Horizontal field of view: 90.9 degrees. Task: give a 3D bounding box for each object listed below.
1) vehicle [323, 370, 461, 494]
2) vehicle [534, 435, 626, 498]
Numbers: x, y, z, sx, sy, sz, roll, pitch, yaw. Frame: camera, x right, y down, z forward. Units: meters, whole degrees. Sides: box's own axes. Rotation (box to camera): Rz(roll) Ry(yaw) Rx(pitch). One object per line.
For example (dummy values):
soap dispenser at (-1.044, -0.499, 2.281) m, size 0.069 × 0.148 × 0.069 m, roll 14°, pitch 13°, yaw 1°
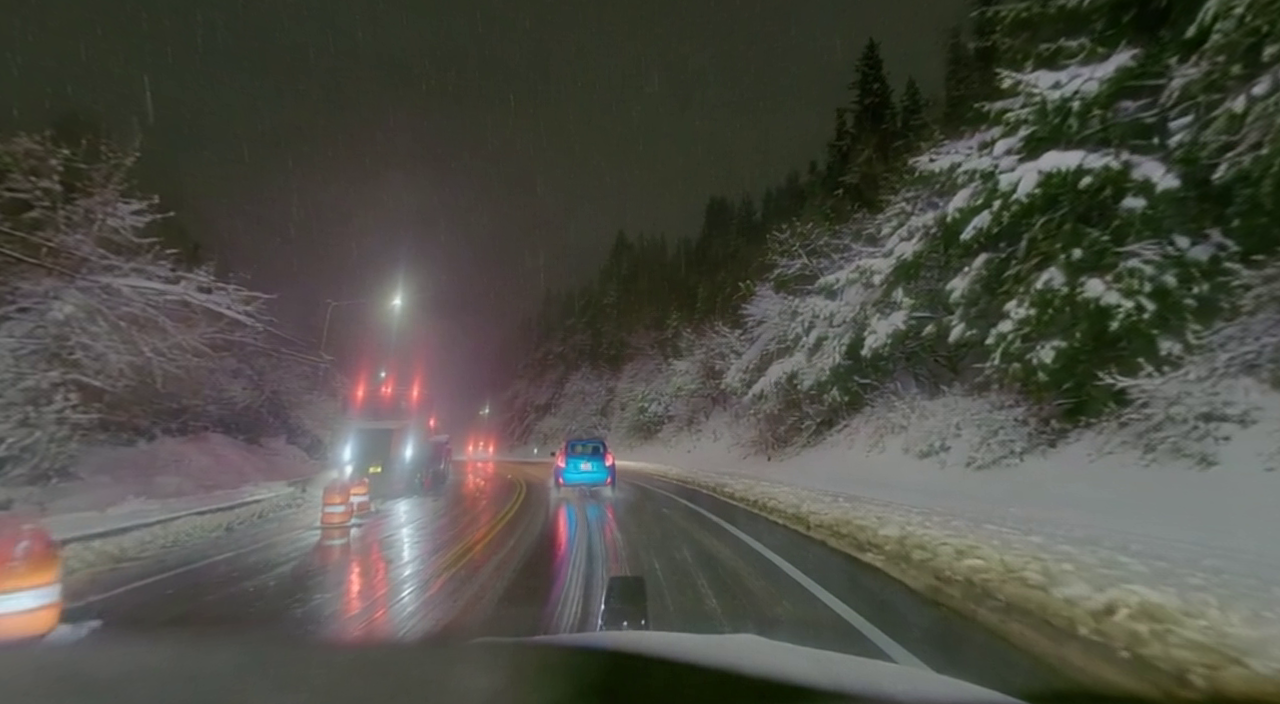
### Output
vehicle at (-7.117, 2.424, 18.827) m, size 2.364 × 3.191 × 4.942 m, roll 1°, pitch -8°, yaw -5°
vehicle at (-1.782, 3.087, 17.482) m, size 2.259 × 1.503 × 4.075 m, roll 1°, pitch -8°, yaw -9°
